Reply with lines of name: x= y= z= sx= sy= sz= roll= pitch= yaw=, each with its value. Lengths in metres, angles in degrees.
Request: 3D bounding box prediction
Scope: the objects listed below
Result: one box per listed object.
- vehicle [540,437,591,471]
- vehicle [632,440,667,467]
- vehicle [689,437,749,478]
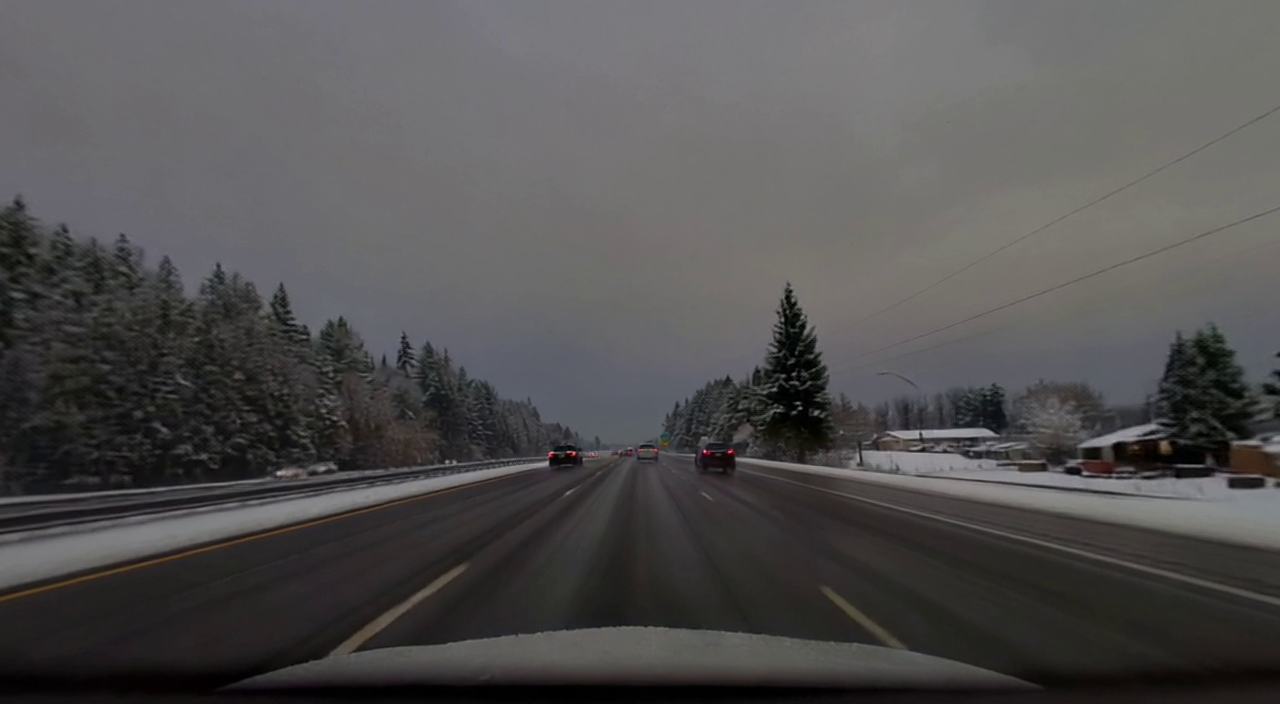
vehicle: x=-4.110 y=5.719 z=35.557 sx=2.217 sy=1.773 sz=4.553 roll=0 pitch=-8 yaw=1
vehicle: x=0.536 y=6.351 z=39.588 sx=2.049 sy=1.620 sz=4.153 roll=0 pitch=-8 yaw=0
vehicle: x=3.302 y=4.465 z=26.983 sx=1.996 sy=1.579 sz=3.841 roll=0 pitch=-8 yaw=-1
